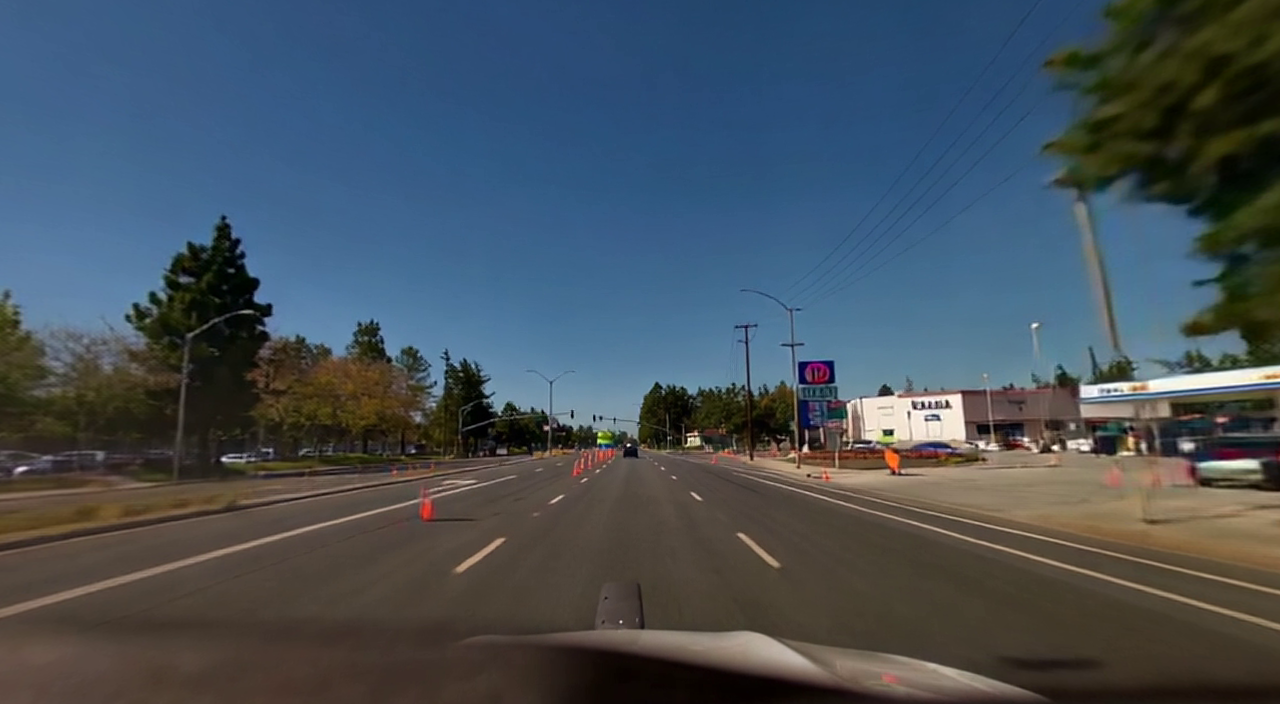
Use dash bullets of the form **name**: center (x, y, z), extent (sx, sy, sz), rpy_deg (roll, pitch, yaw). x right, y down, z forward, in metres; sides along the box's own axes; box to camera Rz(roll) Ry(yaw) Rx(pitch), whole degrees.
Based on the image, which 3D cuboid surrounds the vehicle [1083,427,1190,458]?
- **vehicle**: center (30.305, 5.558, 38.735), extent (4.628, 1.817, 1.996), rpy_deg (-2, -8, 10)

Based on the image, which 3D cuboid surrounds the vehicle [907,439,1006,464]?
- **vehicle**: center (18.292, 5.766, 36.677), extent (4.674, 1.399, 1.987), rpy_deg (0, -8, 0)
